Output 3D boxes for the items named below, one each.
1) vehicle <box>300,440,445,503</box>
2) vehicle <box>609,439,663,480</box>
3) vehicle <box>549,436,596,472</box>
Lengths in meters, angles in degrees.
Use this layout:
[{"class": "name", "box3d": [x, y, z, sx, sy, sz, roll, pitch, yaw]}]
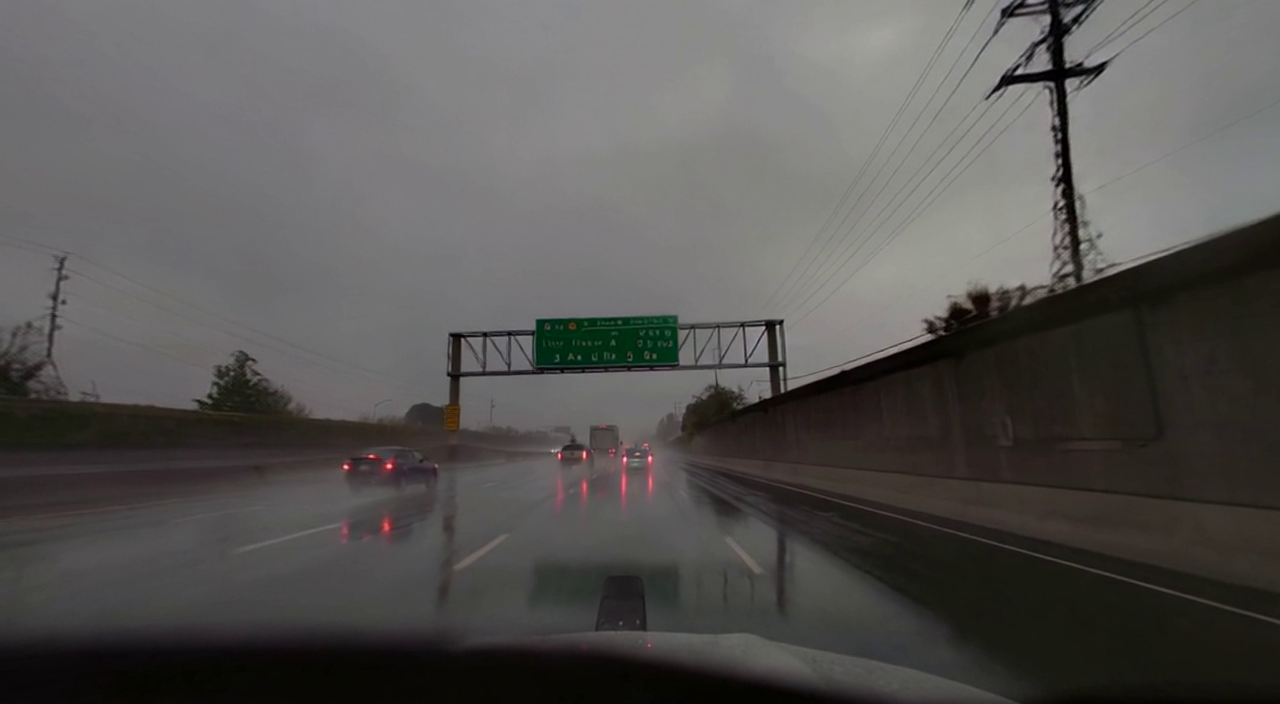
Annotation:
[{"class": "vehicle", "box3d": [-7.268, 3.285, 17.749, 2.025, 1.510, 4.582, 0, -9, 1]}, {"class": "vehicle", "box3d": [-0.148, 4.638, 27.361, 2.178, 1.640, 4.071, 0, -9, 0]}, {"class": "vehicle", "box3d": [-3.735, 5.746, 35.603, 2.109, 1.840, 4.614, 0, -9, 1]}]
